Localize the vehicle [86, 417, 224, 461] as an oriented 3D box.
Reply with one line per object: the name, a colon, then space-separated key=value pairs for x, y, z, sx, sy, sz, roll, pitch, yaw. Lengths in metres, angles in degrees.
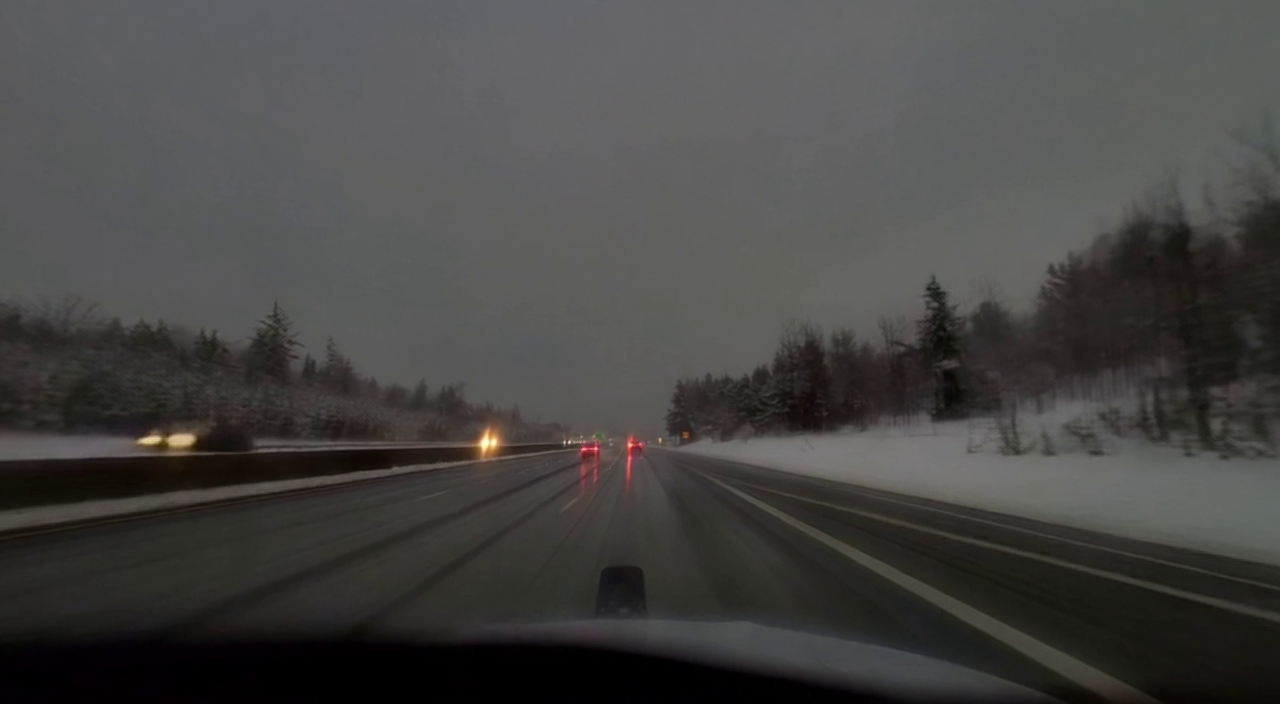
vehicle: x=-18.366 y=3.352 z=24.147 sx=1.856 sy=1.538 sz=4.326 roll=0 pitch=-8 yaw=0
